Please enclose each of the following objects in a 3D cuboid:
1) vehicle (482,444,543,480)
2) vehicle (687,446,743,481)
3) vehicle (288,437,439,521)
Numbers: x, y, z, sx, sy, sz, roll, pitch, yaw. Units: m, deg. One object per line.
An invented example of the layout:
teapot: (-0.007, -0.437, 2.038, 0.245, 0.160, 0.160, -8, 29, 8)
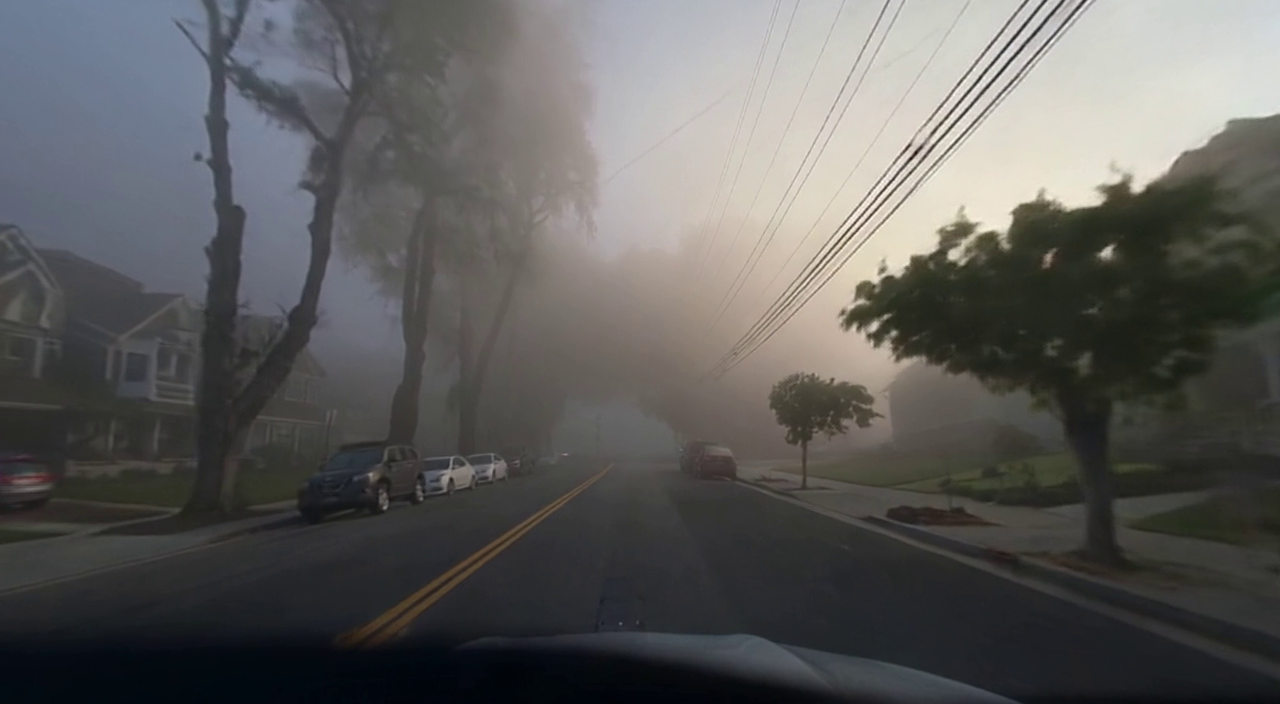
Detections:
vehicle: (-6.822, 5.926, 34.379, 2.151, 1.789, 5.482, 0, -9, 0)
vehicle: (3.274, 4.949, 28.393, 1.869, 1.453, 4.237, 0, -9, -2)
vehicle: (-6.776, 3.120, 16.113, 1.963, 1.820, 4.297, 0, -9, -1)
